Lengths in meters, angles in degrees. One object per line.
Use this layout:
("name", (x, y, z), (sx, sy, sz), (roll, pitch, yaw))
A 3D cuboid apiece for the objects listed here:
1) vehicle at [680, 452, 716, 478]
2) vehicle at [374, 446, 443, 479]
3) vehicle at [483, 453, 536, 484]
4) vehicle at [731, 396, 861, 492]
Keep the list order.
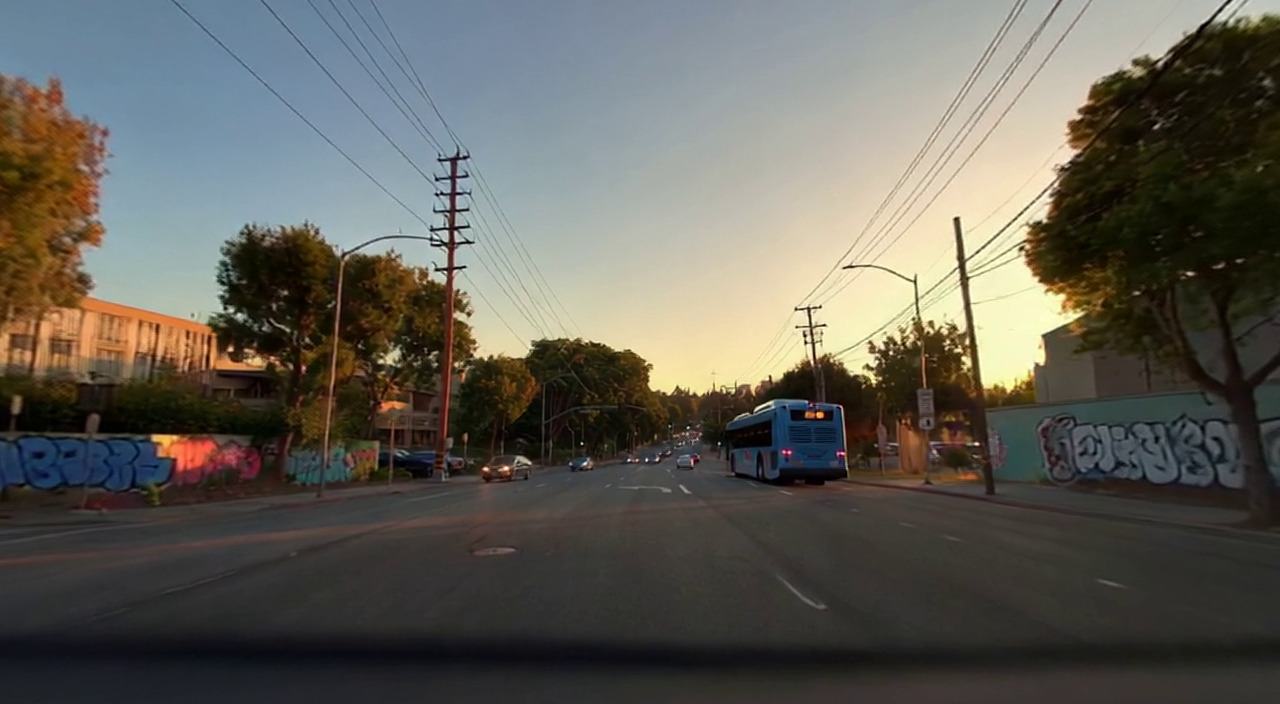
("vehicle", (3.624, 7.162, 40.232), (1.961, 1.470, 4.196), (0, -8, 0))
("vehicle", (-16.853, 8.021, 46.113), (4.244, 2.316, 1.959), (-1, -8, 2))
("vehicle", (-7.804, 7.006, 38.253), (2.011, 1.672, 4.637), (-1, -8, 3))
("vehicle", (6.518, 4.243, 29.139), (3.045, 3.447, 12.604), (0, -8, 1))
